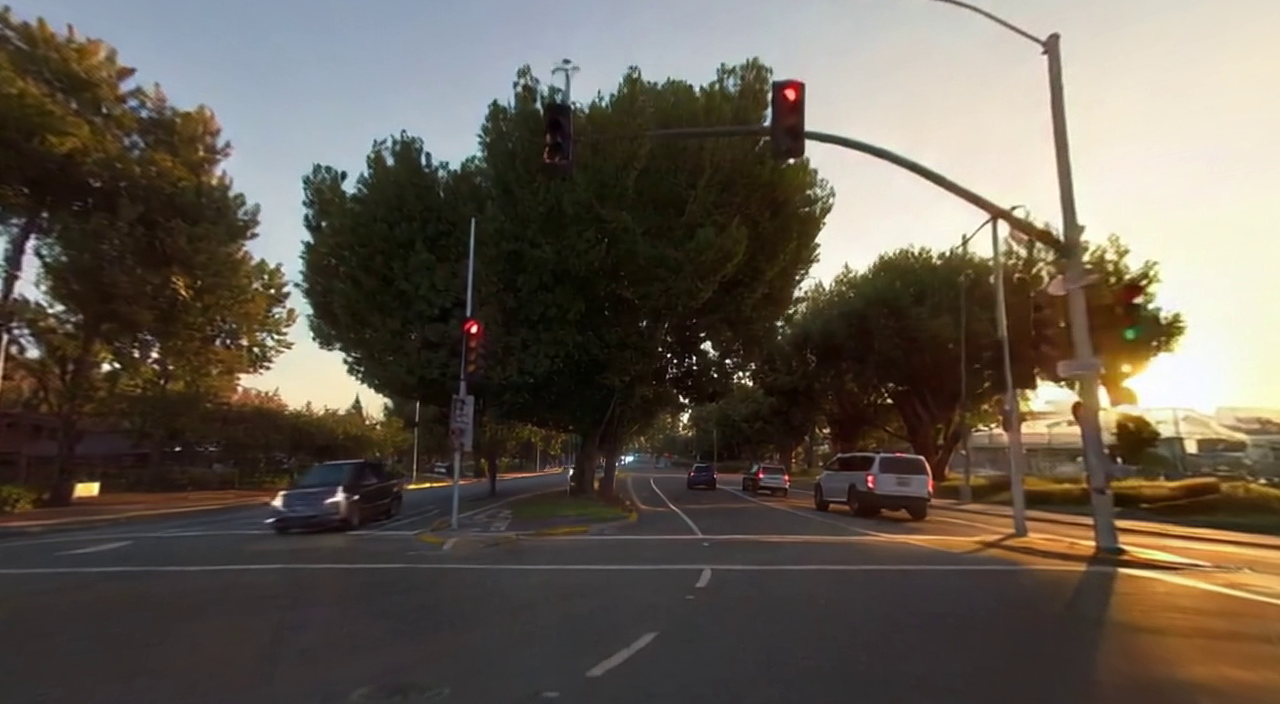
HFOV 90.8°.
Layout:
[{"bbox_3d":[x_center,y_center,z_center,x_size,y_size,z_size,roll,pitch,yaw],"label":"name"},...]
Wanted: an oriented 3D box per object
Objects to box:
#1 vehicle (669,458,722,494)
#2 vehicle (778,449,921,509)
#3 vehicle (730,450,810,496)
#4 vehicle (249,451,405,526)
[{"bbox_3d":[2.806,6.420,33.014,2.140,1.655,4.786,0,-9,-2],"label":"vehicle"},{"bbox_3d":[8.820,5.405,27.708,2.771,2.214,7.159,1,-9,-10],"label":"vehicle"},{"bbox_3d":[7.524,7.074,37.608,2.802,2.409,6.553,1,-9,-6],"label":"vehicle"},{"bbox_3d":[-8.508,3.693,17.772,2.049,1.786,4.557,0,-9,0],"label":"vehicle"}]
